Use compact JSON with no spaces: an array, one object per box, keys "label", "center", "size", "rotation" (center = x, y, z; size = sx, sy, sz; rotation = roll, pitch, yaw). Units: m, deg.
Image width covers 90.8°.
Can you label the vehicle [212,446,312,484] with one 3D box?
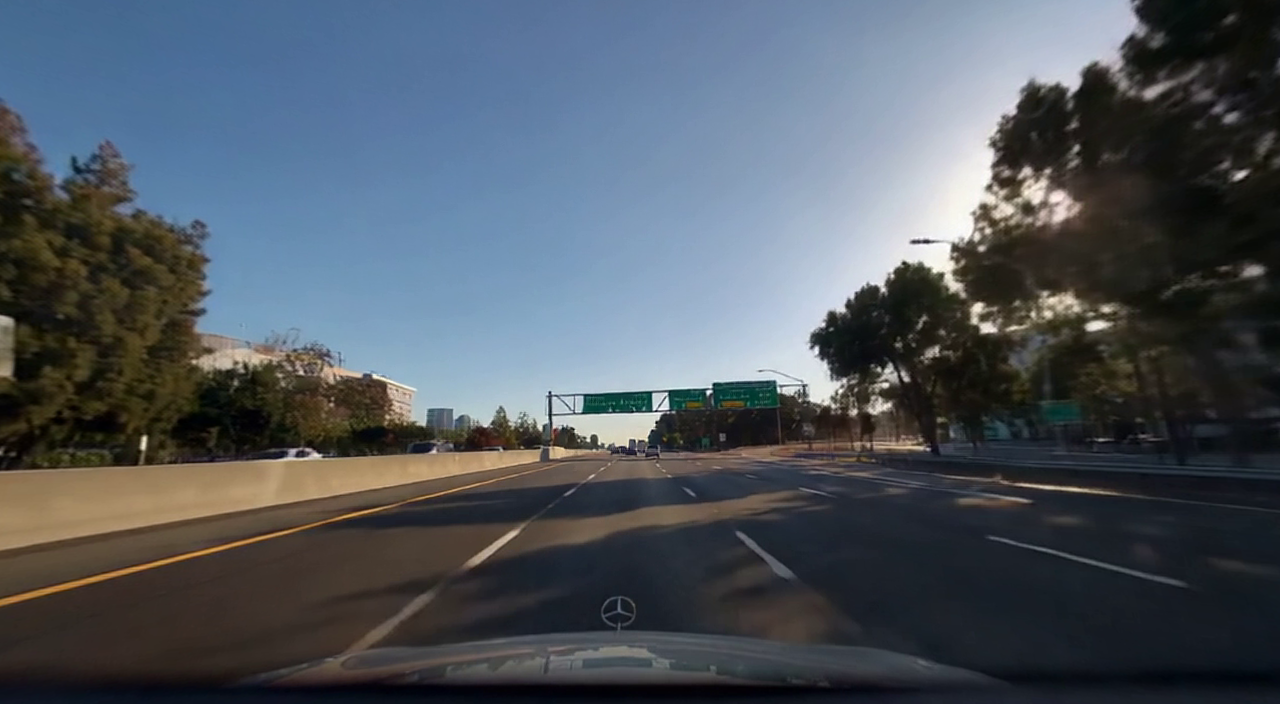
[{"label":"vehicle","center":[-17.421,5.197,29.401],"size":[1.871,1.616,4.427],"rotation":[0,-9,0]}]
